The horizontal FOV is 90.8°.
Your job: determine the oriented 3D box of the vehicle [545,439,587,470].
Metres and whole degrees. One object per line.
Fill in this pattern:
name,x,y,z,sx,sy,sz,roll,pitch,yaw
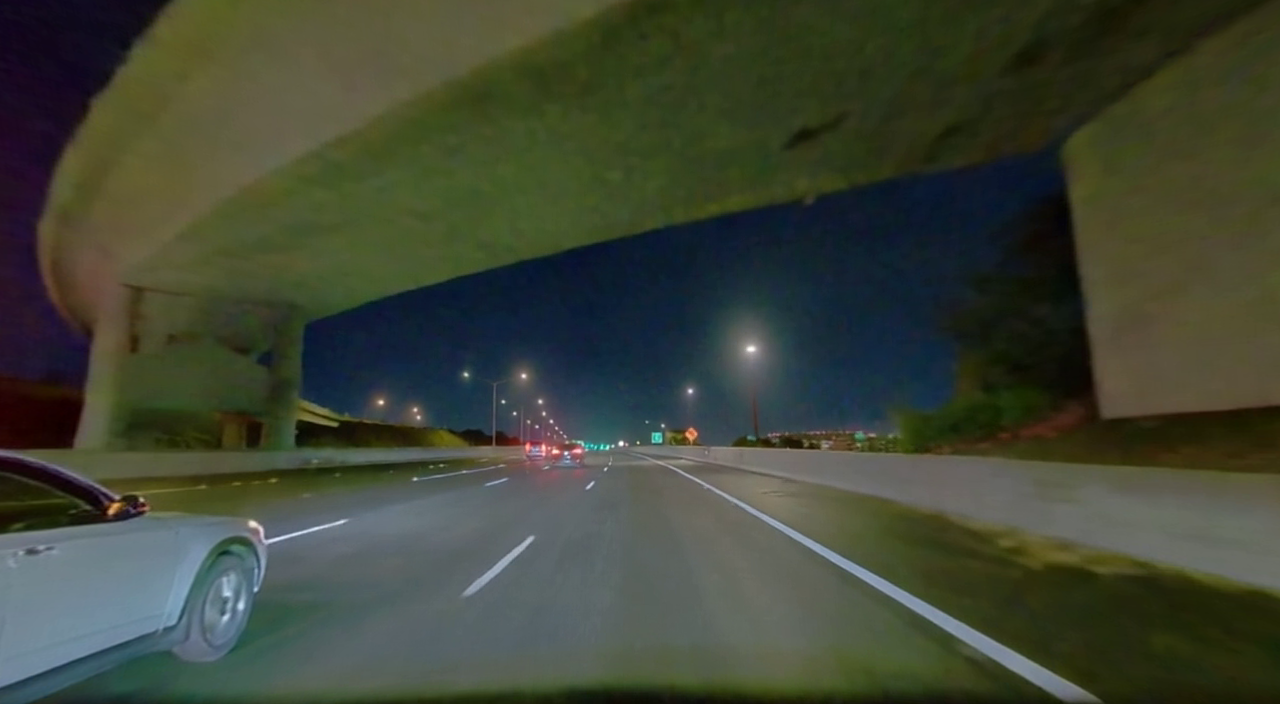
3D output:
vehicle,-4.111,5.776,35.750,1.971,1.643,4.009,0,-8,-1
